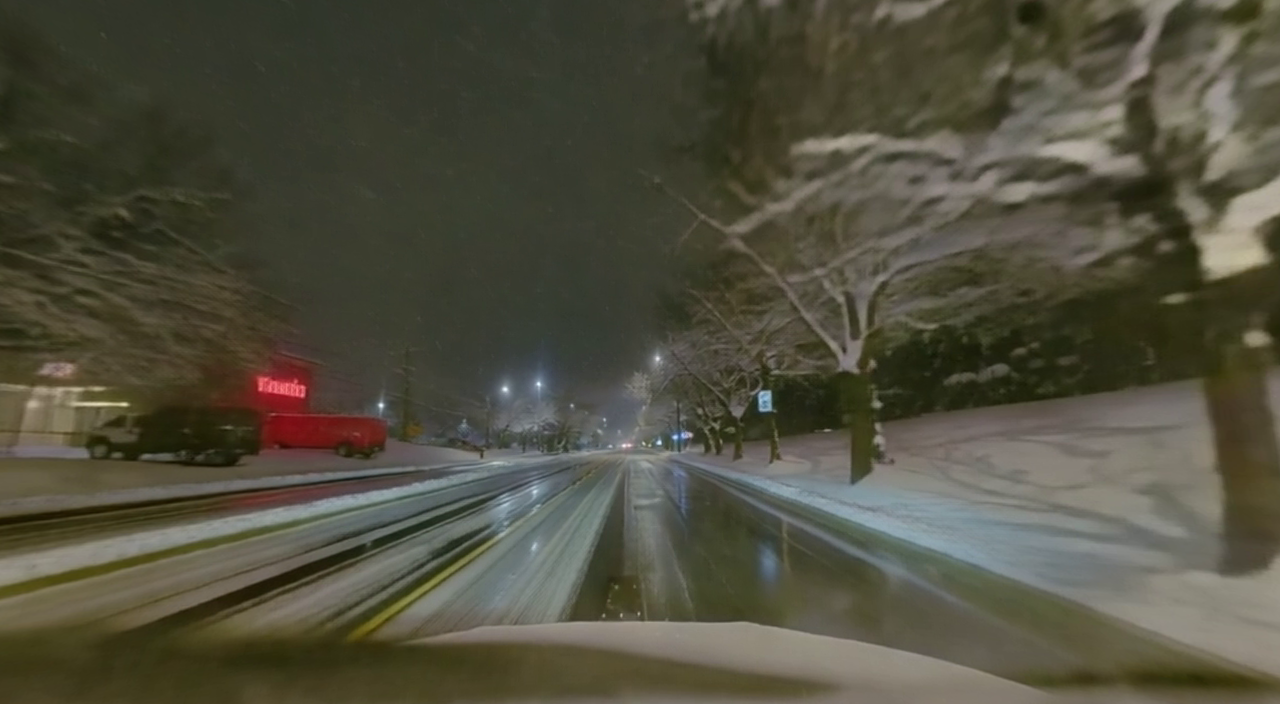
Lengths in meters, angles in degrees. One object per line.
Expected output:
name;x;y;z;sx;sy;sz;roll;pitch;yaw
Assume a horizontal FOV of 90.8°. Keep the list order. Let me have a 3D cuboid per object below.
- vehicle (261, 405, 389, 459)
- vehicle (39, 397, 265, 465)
vehicle;-19.764;5.098;39.924;6.595;3.267;2.535;0;-8;0
vehicle;-19.590;3.228;25.743;6.919;2.613;2.356;0;-9;-4
